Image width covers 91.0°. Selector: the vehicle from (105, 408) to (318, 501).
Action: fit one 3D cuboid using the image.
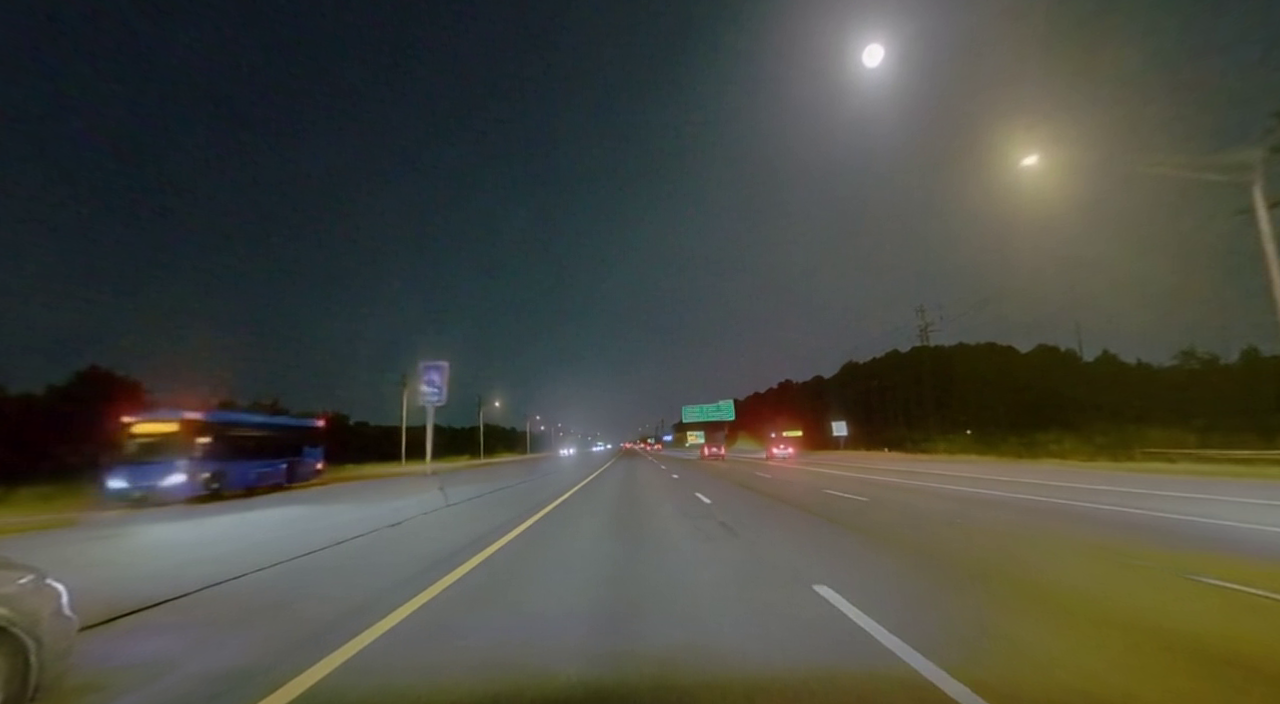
[{"bbox_3d":[-22.612,5.567,34.823,2.942,4.157,12.633,0,-9,-1],"label":"vehicle"}]
